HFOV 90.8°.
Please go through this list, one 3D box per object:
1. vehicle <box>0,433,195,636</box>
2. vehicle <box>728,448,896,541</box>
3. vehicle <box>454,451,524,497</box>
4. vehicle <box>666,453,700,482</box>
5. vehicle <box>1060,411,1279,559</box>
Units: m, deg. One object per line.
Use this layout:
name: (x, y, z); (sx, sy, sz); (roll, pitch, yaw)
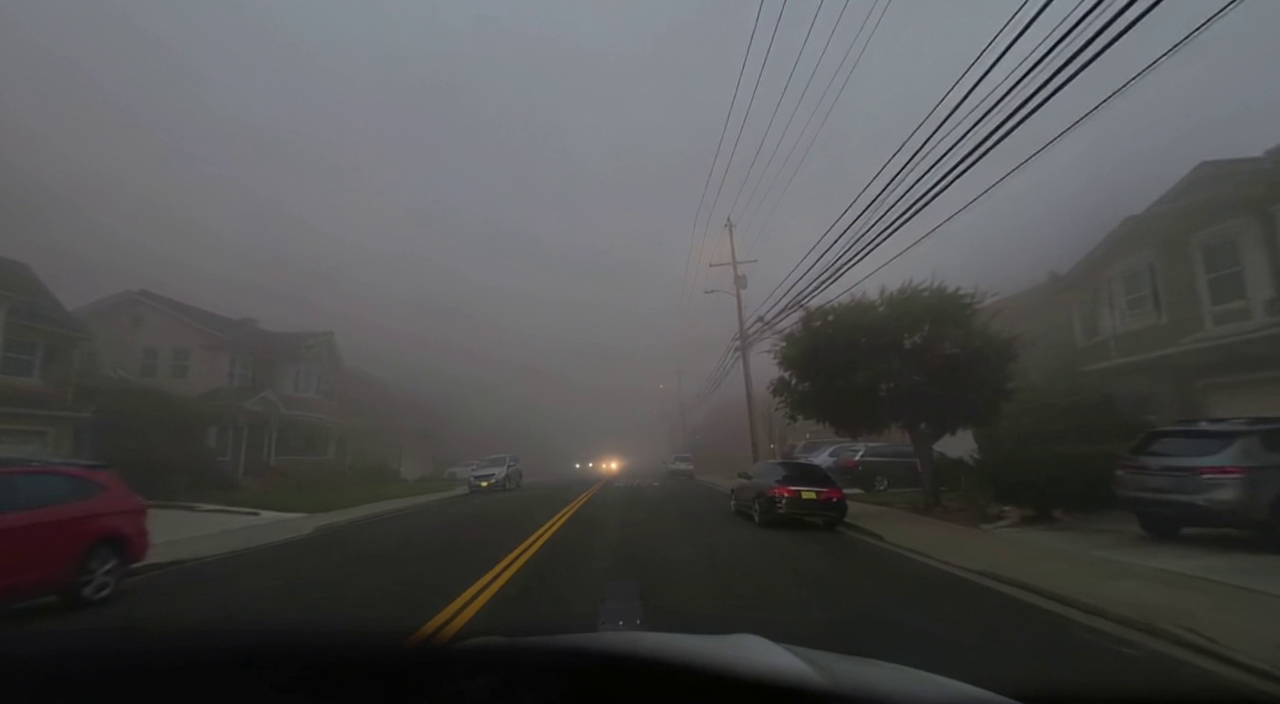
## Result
vehicle: (-6.206, 1.477, 4.896); (1.971, 1.631, 4.944); (-2, -10, -1)
vehicle: (3.213, 2.735, 12.873); (2.076, 1.513, 4.305); (0, -8, -2)
vehicle: (-6.536, 5.346, 27.884); (2.056, 1.741, 4.532); (-2, -10, -1)
vehicle: (2.842, 7.664, 42.138); (1.945, 1.792, 3.903); (0, -8, -1)
vehicle: (8.180, 1.663, 8.281); (3.866, 1.664, 2.015); (0, -8, 0)
